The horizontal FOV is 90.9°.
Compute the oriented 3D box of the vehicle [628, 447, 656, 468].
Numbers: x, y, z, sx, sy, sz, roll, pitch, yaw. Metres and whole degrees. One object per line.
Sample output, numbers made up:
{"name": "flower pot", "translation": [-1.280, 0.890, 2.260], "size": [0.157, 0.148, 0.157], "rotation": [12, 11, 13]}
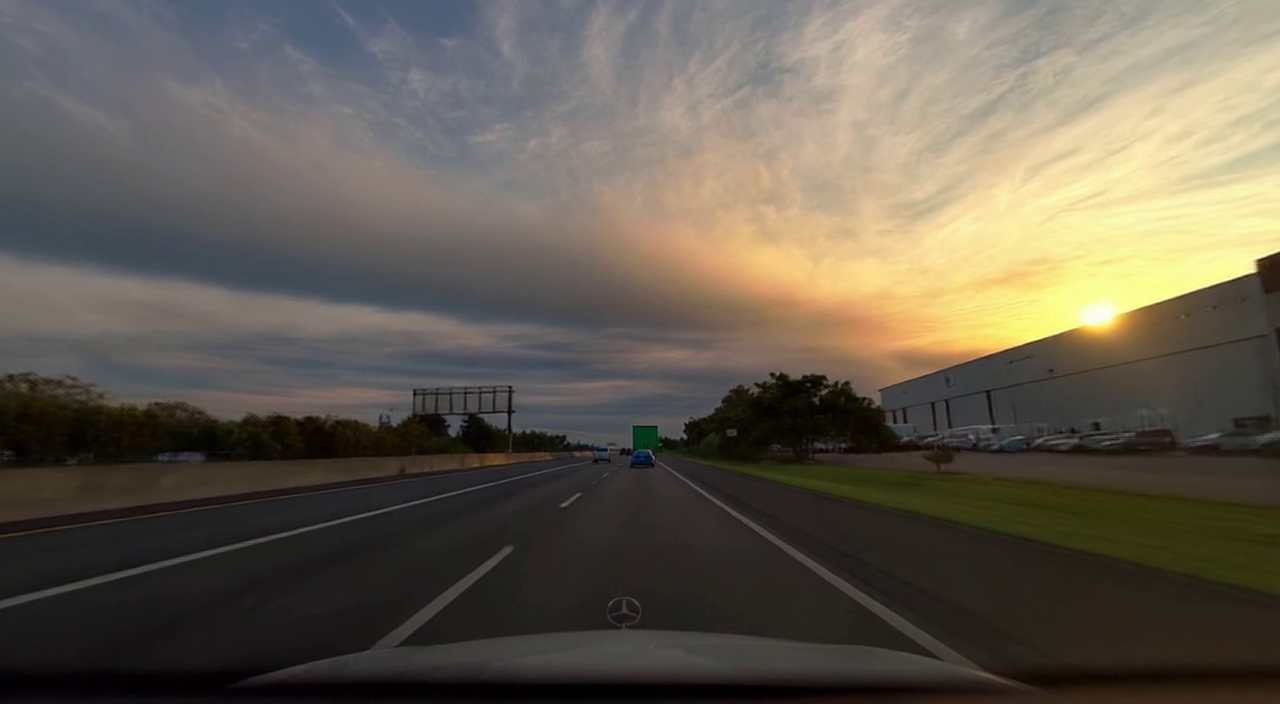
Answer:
{"name": "vehicle", "translation": [0.199, 8.204, 49.199], "size": [2.094, 1.559, 3.945], "rotation": [-1, -9, 1]}

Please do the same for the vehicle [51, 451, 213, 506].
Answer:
{"name": "vehicle", "translation": [-17.071, 4.216, 21.534], "size": [1.858, 1.642, 4.420], "rotation": [-1, -9, 0]}
